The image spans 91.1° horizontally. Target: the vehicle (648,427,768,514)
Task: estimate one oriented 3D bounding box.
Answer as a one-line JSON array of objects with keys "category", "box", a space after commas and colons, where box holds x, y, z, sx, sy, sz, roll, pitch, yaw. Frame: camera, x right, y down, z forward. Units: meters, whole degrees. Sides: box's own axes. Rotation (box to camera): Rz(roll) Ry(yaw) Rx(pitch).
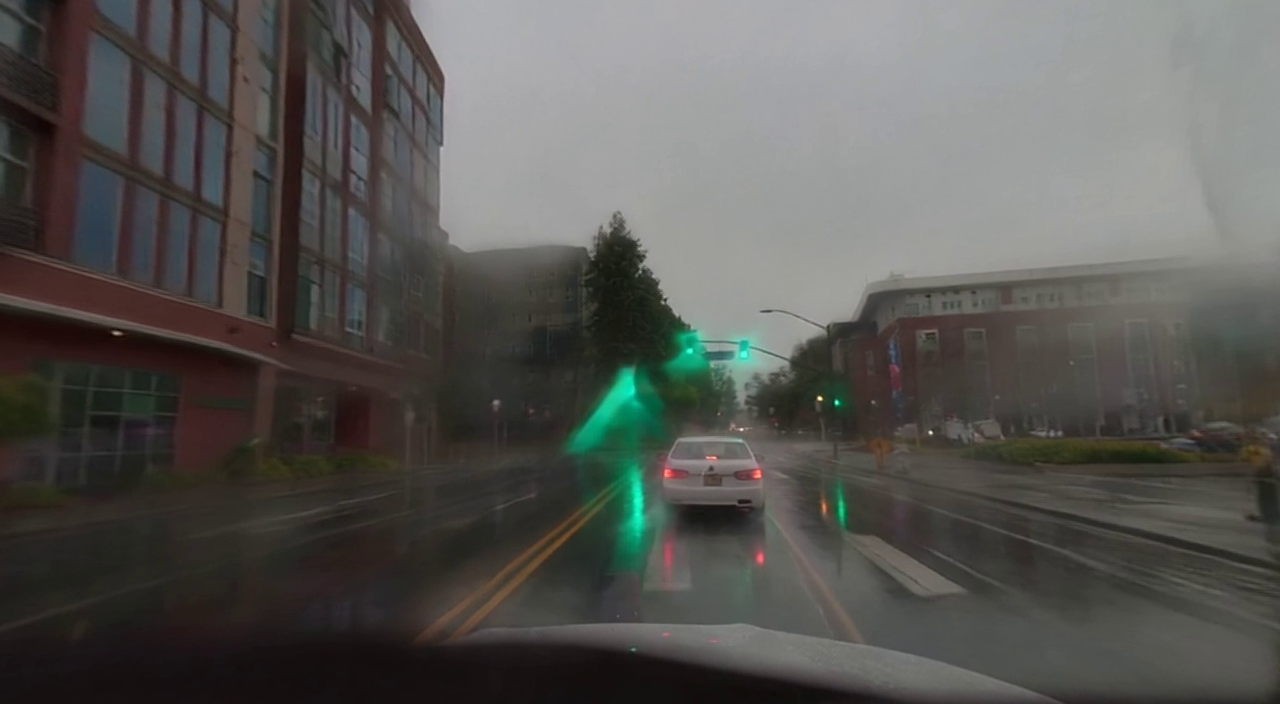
[{"category": "vehicle", "box": [1.268, 2.226, 12.453, 1.950, 1.401, 4.159, -1, -8, 4]}]
